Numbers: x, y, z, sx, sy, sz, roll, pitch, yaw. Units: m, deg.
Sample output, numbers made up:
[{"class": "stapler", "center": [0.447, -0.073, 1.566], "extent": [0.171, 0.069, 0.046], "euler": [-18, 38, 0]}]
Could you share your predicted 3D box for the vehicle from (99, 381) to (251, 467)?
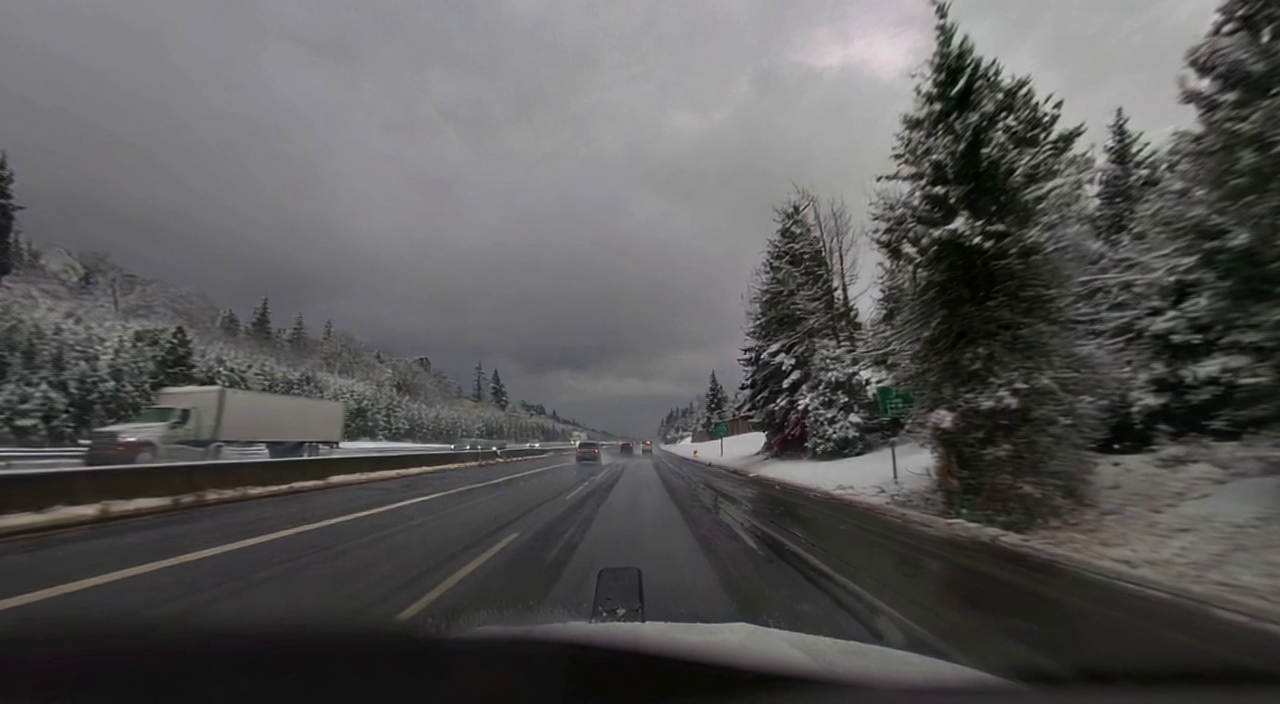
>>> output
[{"class": "vehicle", "center": [-23.124, 3.738, 31.891], "extent": [2.999, 3.954, 5.878], "euler": [0, -9, 0]}]

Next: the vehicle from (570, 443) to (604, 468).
[{"class": "vehicle", "center": [-3.513, 6.909, 42.139], "extent": [1.921, 1.536, 3.920], "euler": [0, -9, 0]}]
